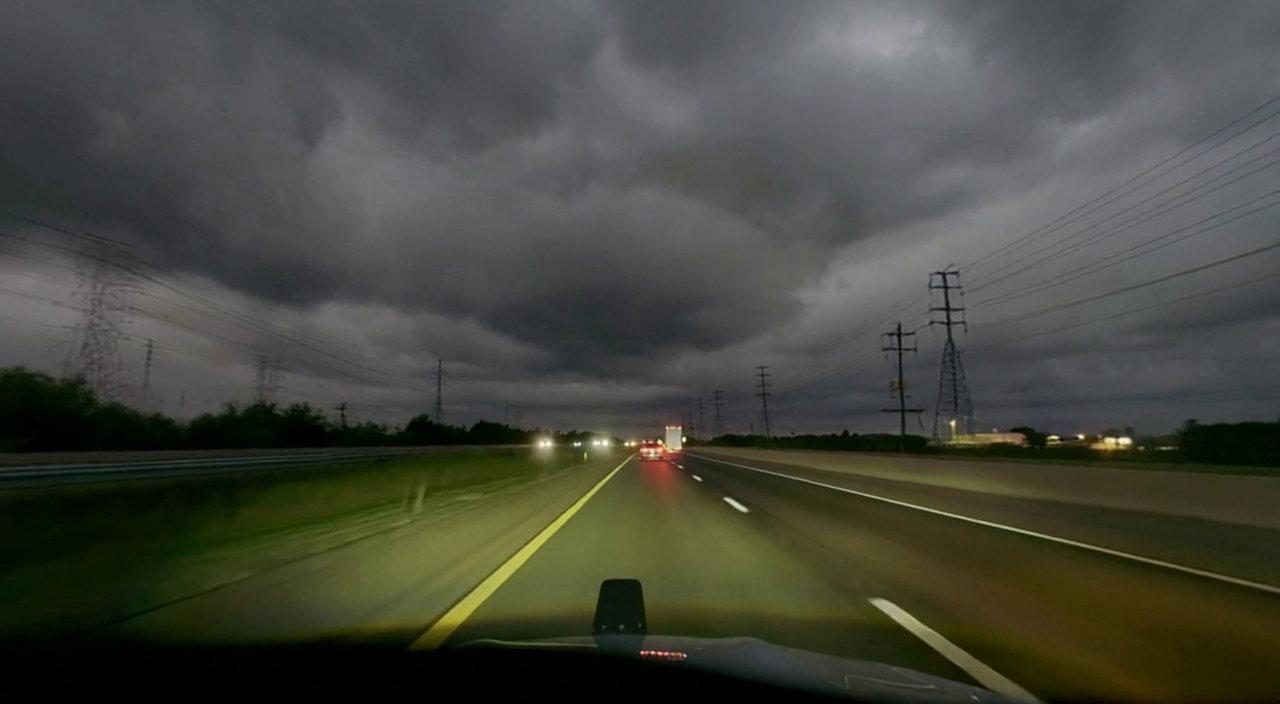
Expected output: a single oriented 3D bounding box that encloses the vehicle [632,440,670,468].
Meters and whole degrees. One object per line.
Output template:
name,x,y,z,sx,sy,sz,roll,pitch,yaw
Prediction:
vehicle,0.670,6.224,38.721,2.192,1.556,4.132,-1,-8,1
